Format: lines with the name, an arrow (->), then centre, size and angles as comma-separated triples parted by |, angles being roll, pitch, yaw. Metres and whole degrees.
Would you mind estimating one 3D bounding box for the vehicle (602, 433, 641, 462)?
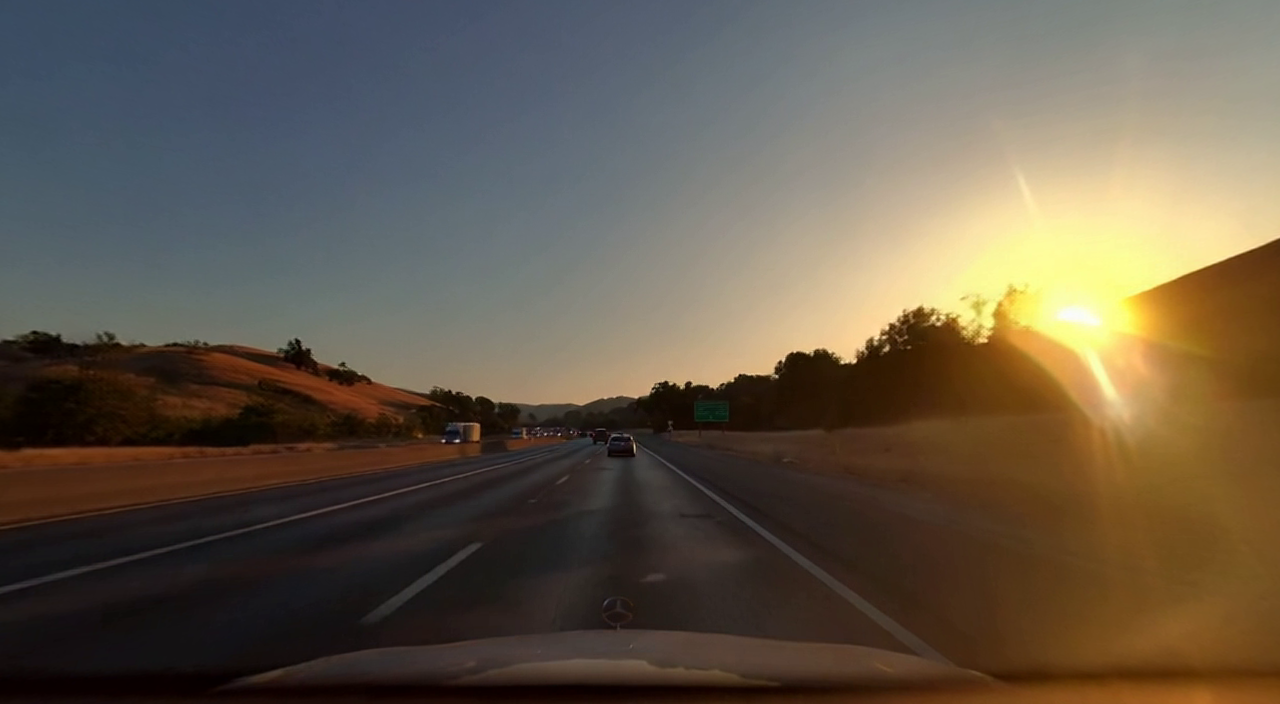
vehicle -> -1.008, 5.155, 34.147 | 1.948, 1.470, 3.913 | 0, -8, -2
